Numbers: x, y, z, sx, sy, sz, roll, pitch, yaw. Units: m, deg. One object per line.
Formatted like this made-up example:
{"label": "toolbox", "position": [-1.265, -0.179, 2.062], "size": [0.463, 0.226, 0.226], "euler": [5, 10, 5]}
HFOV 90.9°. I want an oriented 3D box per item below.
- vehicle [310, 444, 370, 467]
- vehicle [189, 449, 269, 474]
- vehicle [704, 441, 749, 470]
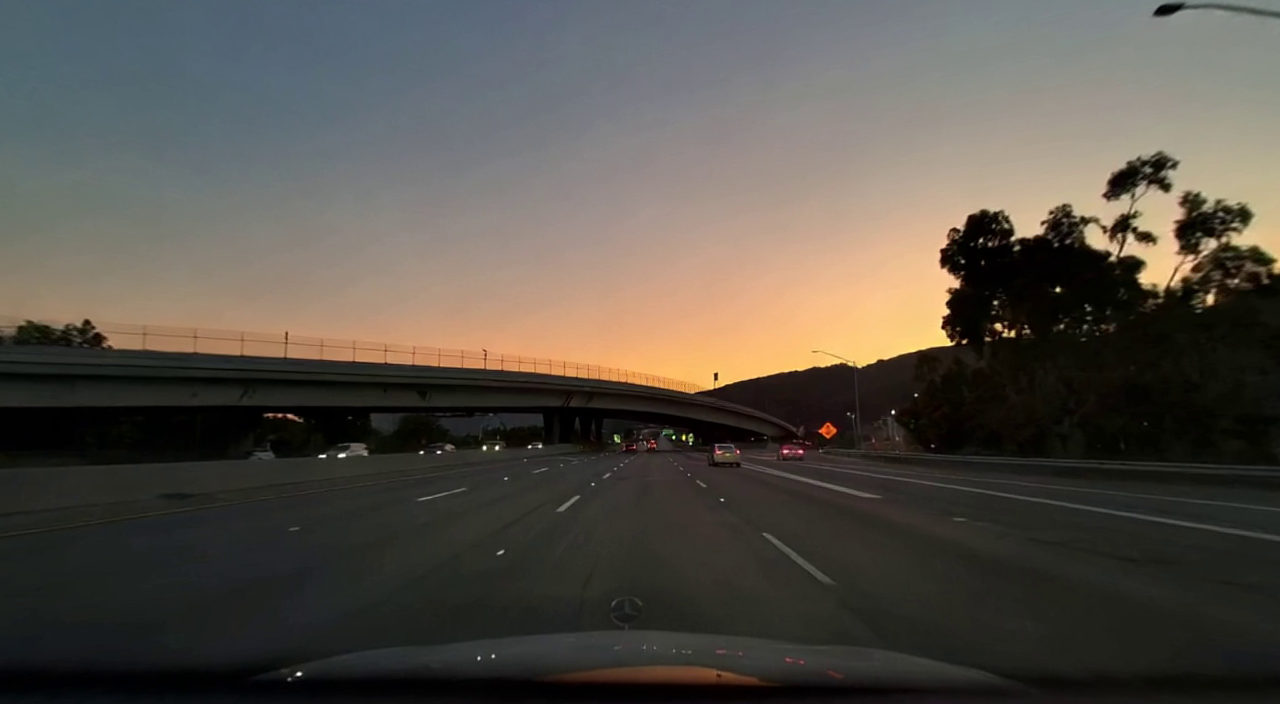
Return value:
{"label": "vehicle", "position": [-20.886, 7.189, 44.101], "size": [1.849, 1.496, 4.578], "euler": [0, -8, 1]}
{"label": "vehicle", "position": [-25.518, 6.806, 39.329], "size": [1.912, 1.445, 4.440], "euler": [0, -8, 1]}
{"label": "vehicle", "position": [4.790, 5.788, 35.481], "size": [1.912, 1.478, 4.125], "euler": [0, -8, 0]}
